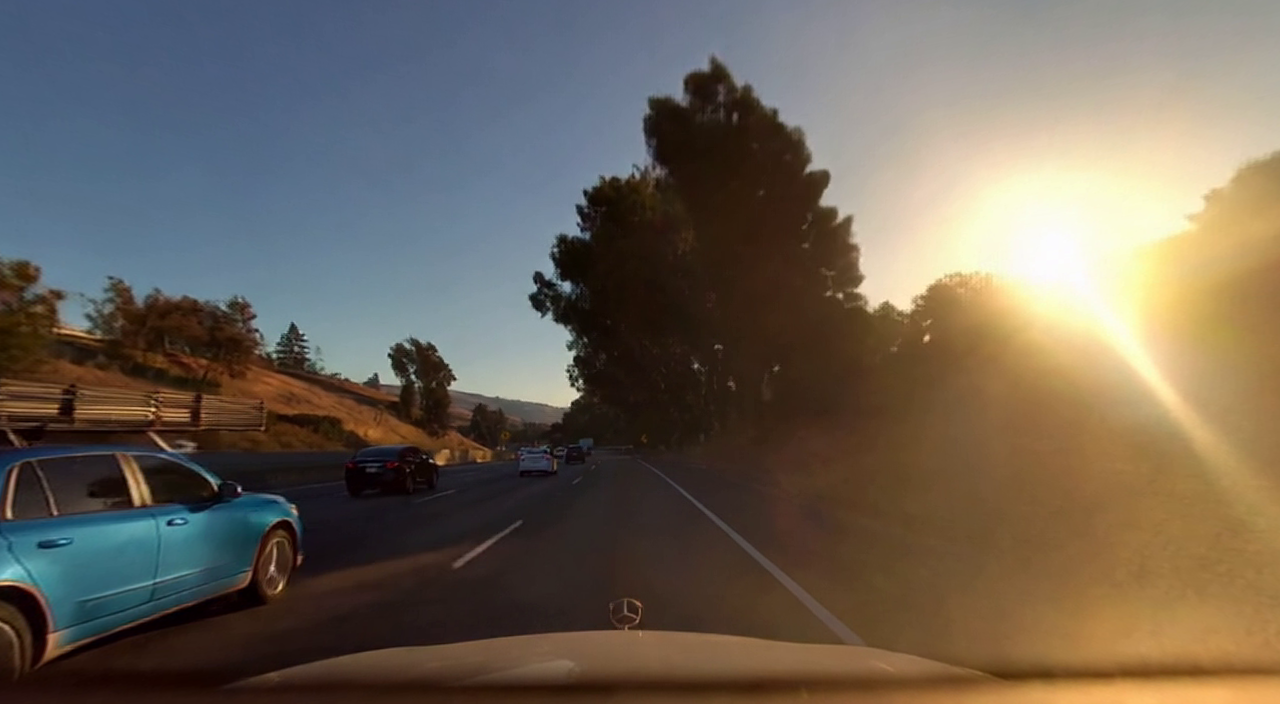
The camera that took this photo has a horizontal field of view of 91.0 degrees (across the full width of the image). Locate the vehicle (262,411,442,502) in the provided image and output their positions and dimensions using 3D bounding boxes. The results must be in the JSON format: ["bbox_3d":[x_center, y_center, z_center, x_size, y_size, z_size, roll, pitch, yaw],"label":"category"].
[{"bbox_3d":[-8.215,3.105,18.967,2.594,2.254,6.028,0,-9,-1],"label":"vehicle"}]

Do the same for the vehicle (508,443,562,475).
[{"bbox_3d":[-5.240,5.419,32.078,2.012,1.509,4.359,0,-9,0],"label":"vehicle"}]

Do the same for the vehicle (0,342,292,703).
[{"bbox_3d":[-4.057,0.831,2.687,2.200,1.807,5.041,0,-9,1],"label":"vehicle"}]
